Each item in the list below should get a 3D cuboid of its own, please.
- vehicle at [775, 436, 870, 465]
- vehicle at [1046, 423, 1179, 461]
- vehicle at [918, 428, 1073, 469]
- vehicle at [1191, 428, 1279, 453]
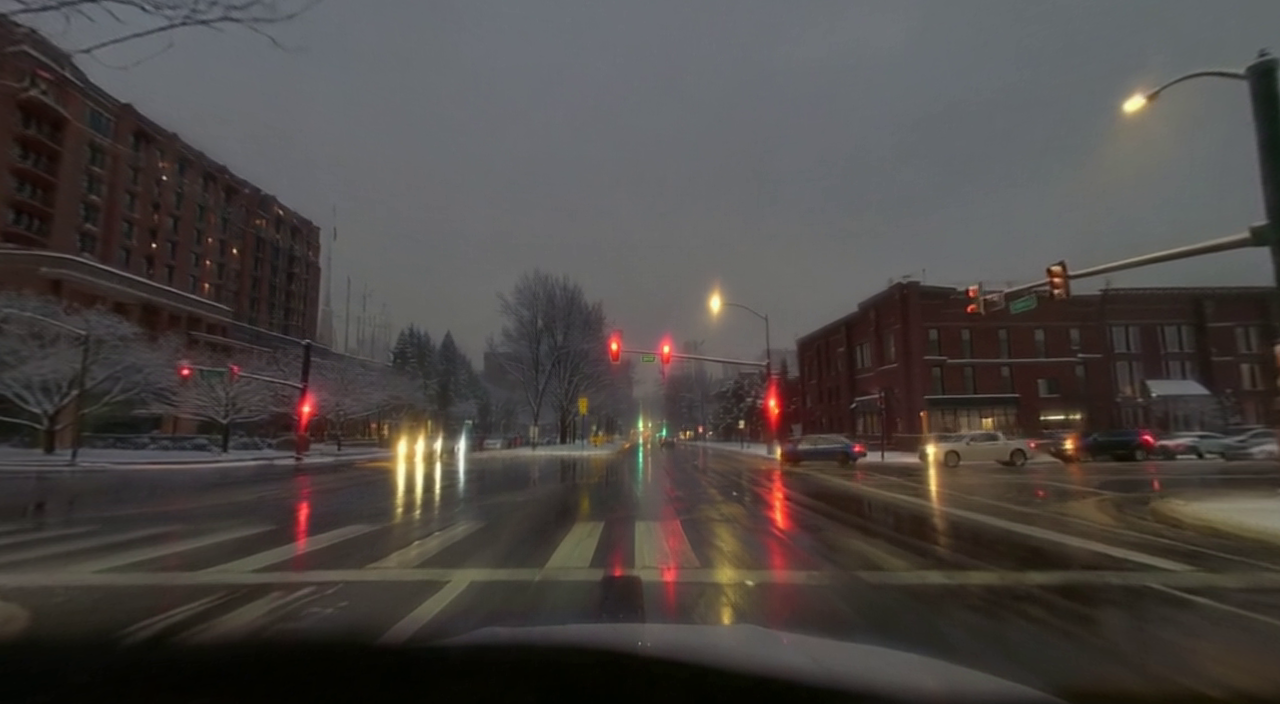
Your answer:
[{"bbox_3d":[8.574,4.673,29.977,4.046,1.306,1.719,-1,-9,5],"label":"vehicle"},{"bbox_3d":[22.355,4.281,30.040,4.571,1.698,1.977,-1,-9,3],"label":"vehicle"},{"bbox_3d":[13.706,3.743,24.559,4.916,1.504,1.846,0,-9,-1],"label":"vehicle"},{"bbox_3d":[42.250,6.254,44.521,2.037,1.614,5.175,0,-9,0],"label":"vehicle"}]
